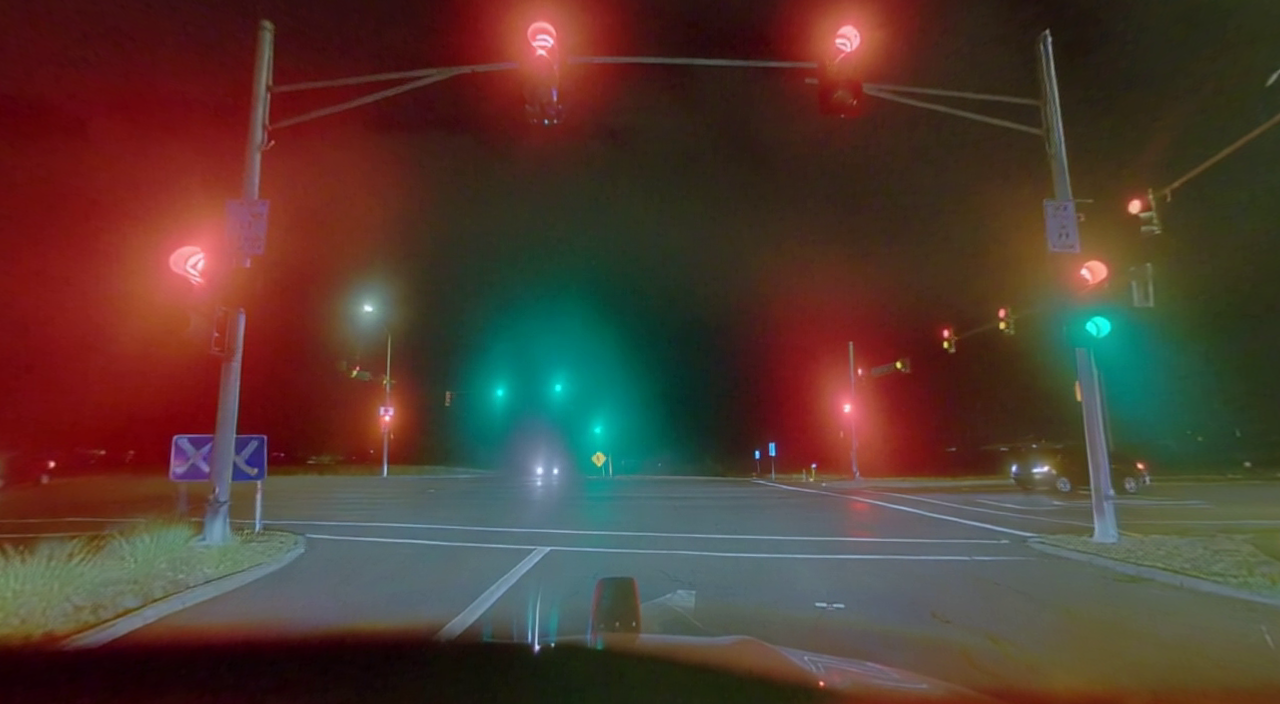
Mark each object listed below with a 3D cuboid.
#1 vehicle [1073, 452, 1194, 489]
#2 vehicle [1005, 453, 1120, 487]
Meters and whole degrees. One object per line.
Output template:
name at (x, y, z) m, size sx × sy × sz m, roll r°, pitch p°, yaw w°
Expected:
vehicle at (22.713, 5.453, 29.093) m, size 3.998 × 1.590 × 1.936 m, roll 1°, pitch -11°, yaw -6°
vehicle at (21.764, 6.086, 32.540) m, size 4.455 × 1.647 × 2.124 m, roll 1°, pitch -10°, yaw -8°
